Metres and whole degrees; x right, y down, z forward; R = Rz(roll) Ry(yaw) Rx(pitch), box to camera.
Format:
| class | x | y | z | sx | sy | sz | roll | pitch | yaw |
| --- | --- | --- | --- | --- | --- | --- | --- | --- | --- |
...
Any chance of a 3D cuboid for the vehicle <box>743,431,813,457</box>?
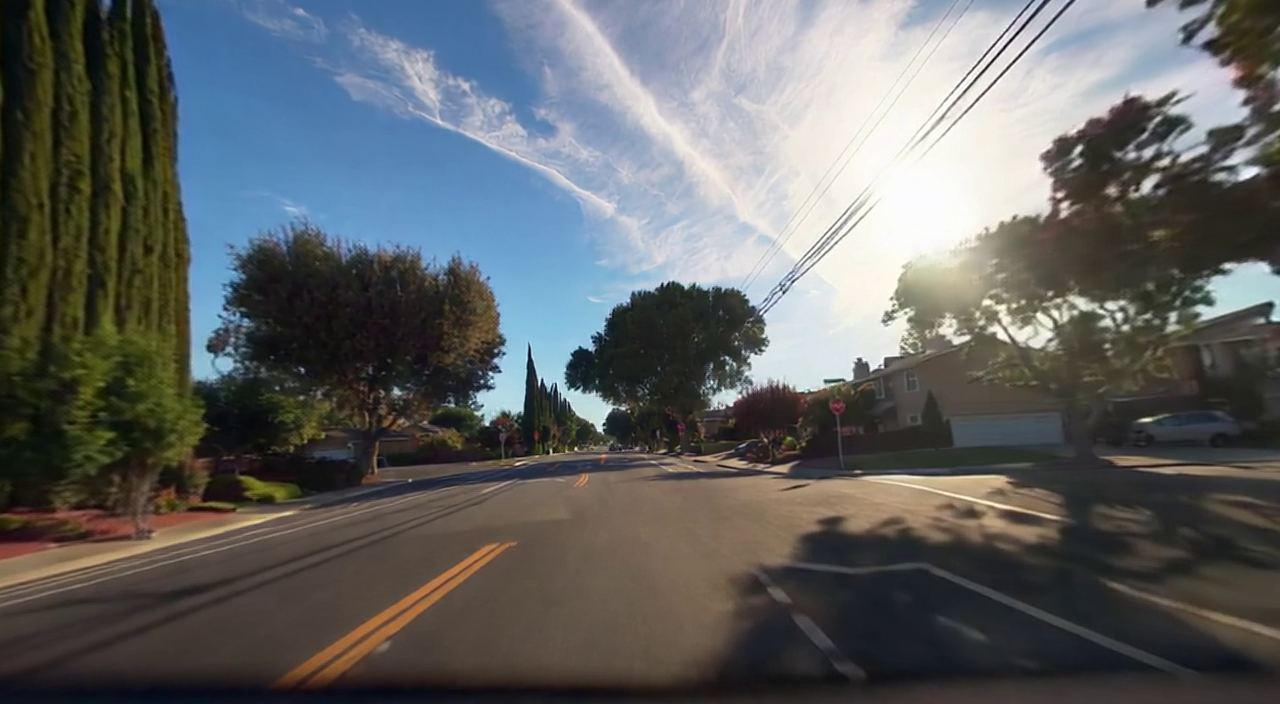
| class | x | y | z | sx | sy | sz | roll | pitch | yaw |
| --- | --- | --- | --- | --- | --- | --- | --- | --- | --- |
| vehicle | 9.904 | 6.665 | 45.596 | 4.544 | 1.807 | 2.204 | 0 | -9 | 2 |
